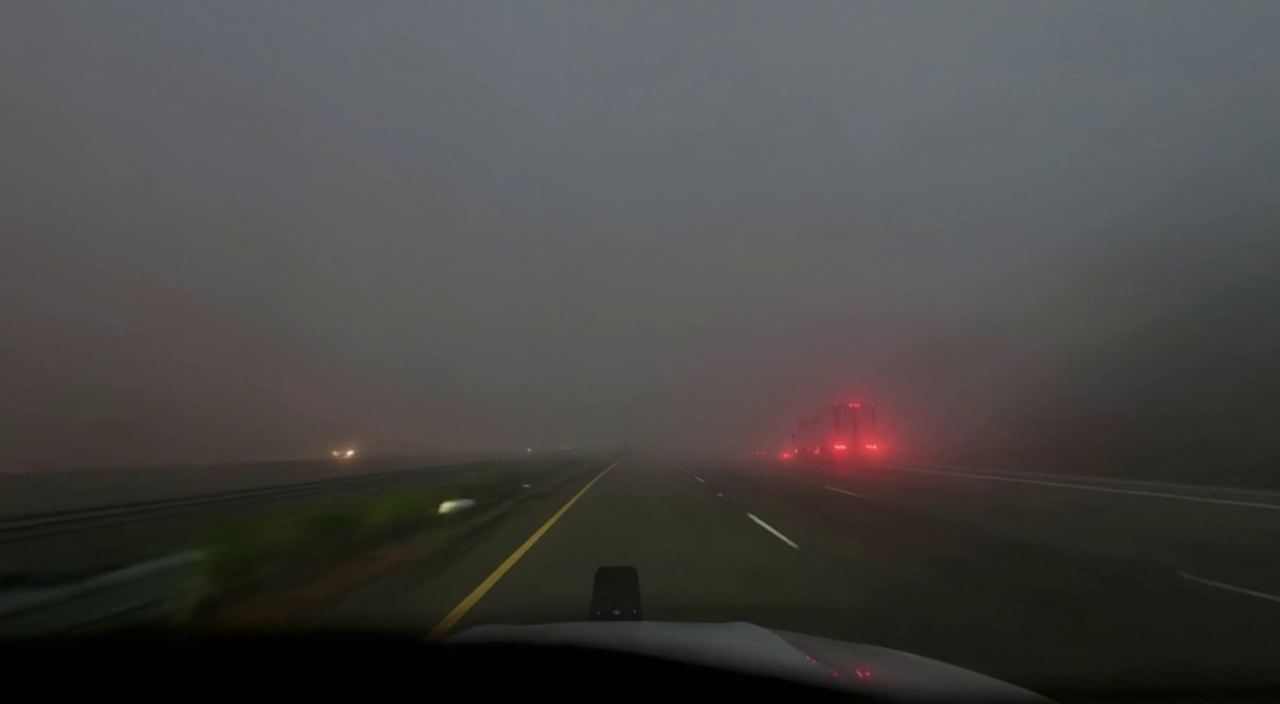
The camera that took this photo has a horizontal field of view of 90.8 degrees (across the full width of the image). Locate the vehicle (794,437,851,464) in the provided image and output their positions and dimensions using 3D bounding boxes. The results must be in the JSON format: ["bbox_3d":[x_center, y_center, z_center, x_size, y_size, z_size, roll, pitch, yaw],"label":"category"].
[{"bbox_3d":[11.276,6.111,39.282,2.229,1.599,4.253,0,-8,0],"label":"vehicle"}]
